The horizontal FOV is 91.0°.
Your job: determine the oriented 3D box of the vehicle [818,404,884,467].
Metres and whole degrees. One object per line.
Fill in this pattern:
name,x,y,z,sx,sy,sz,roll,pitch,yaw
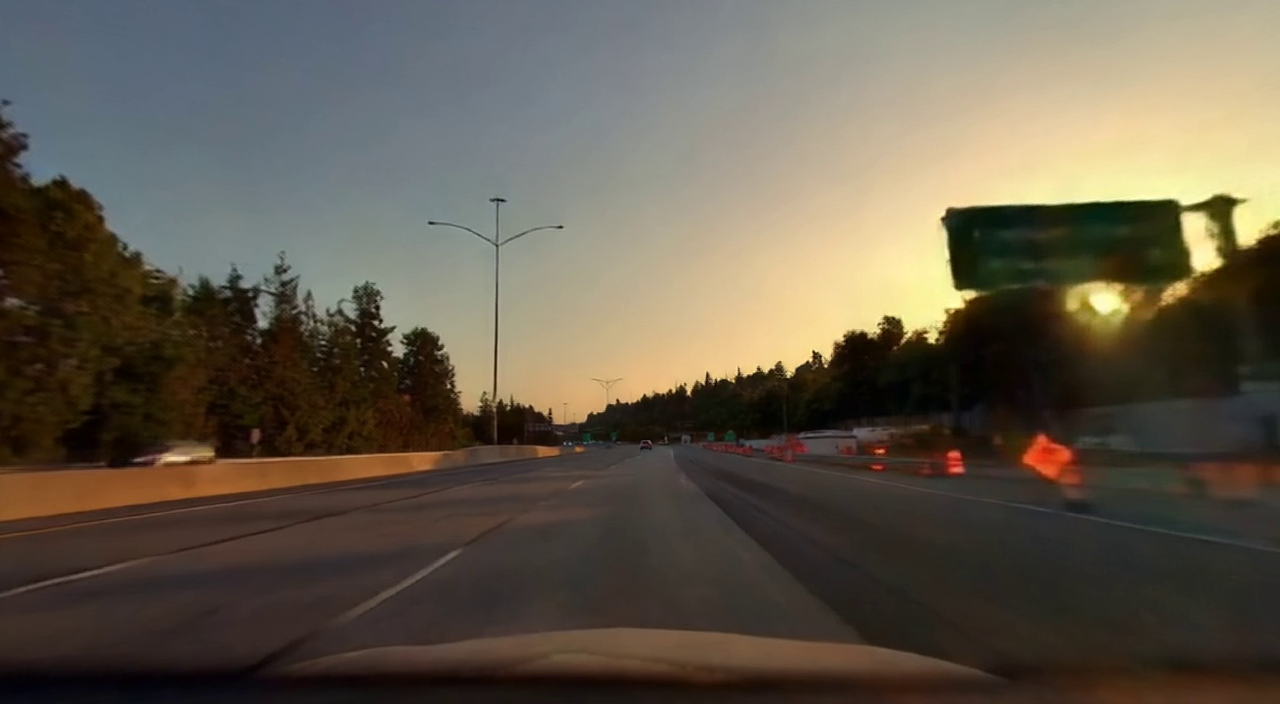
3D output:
vehicle,12.869,5.130,38.687,2.772,3.642,3.493,0,-9,1
